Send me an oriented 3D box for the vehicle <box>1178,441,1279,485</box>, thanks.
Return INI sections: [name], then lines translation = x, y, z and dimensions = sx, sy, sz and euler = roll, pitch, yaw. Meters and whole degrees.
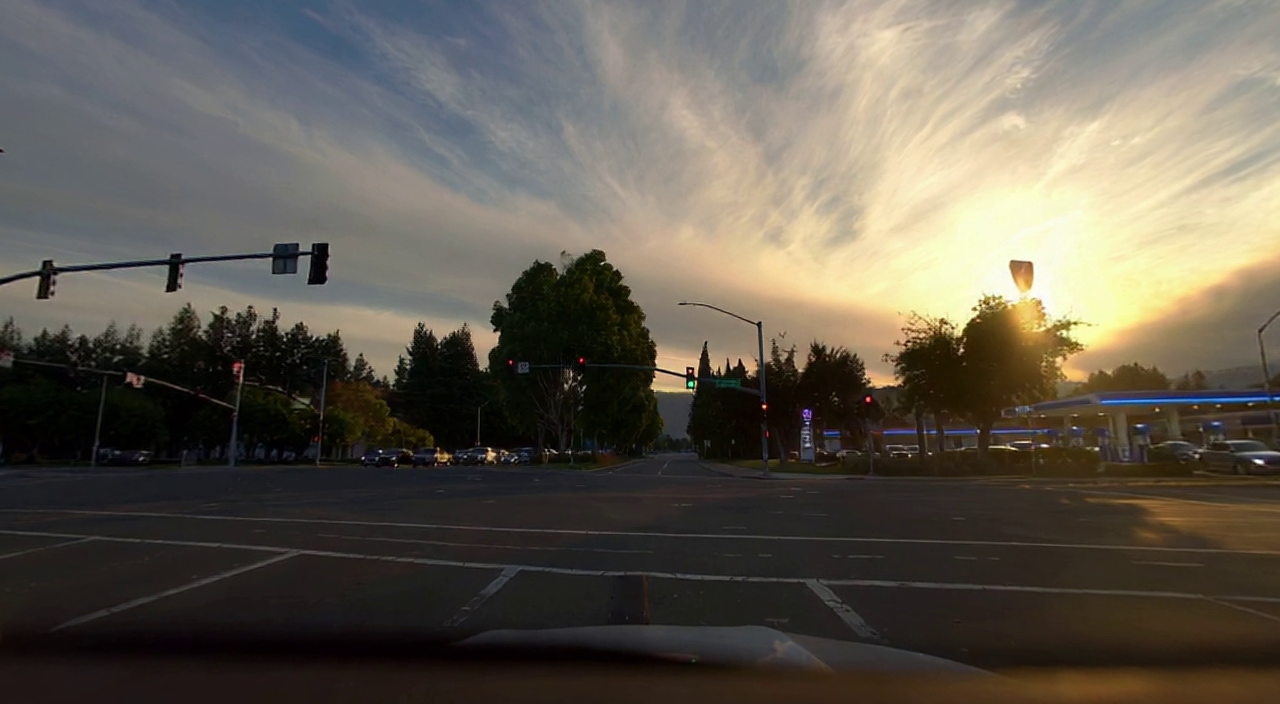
[vehicle]
translation = 22.094, 3.808, 21.805
dimensions = 4.716, 1.455, 2.060
euler = -3, -9, 17
